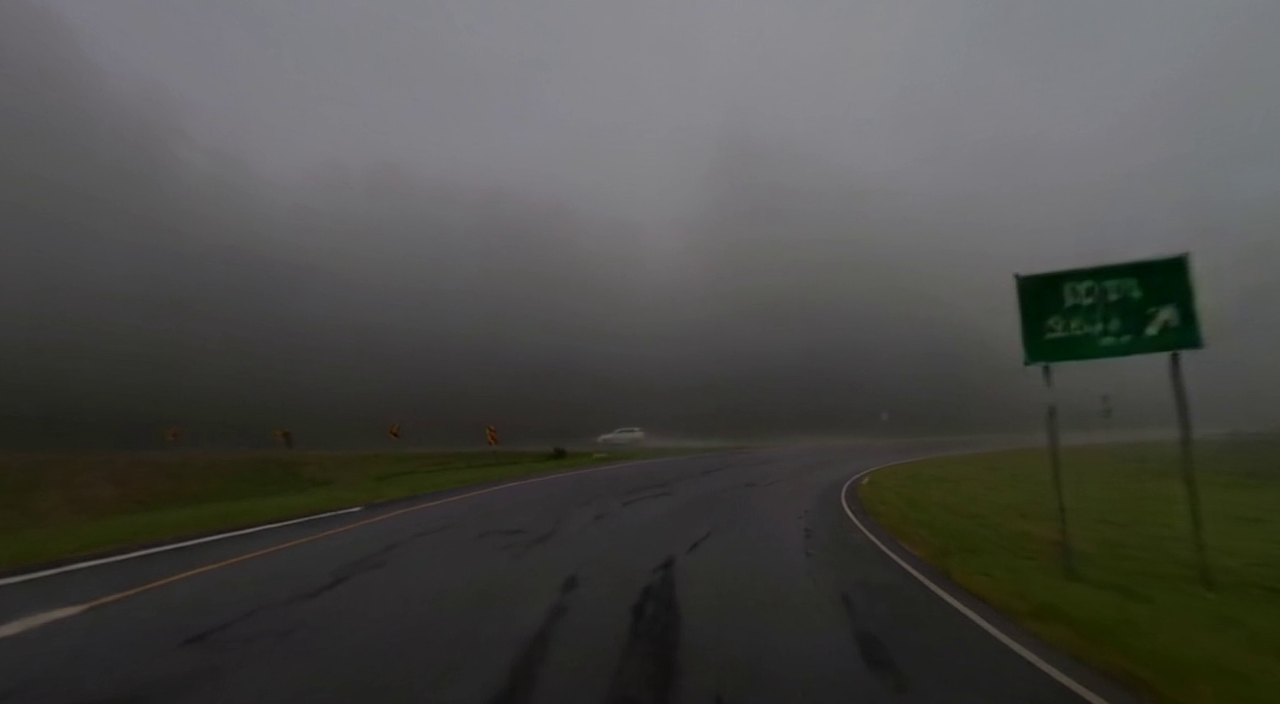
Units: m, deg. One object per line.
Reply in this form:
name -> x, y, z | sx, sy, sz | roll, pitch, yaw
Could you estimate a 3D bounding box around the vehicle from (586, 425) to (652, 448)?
vehicle -> -1.547, 6.177, 46.043 | 4.415, 1.617, 1.957 | 3, -8, -17
